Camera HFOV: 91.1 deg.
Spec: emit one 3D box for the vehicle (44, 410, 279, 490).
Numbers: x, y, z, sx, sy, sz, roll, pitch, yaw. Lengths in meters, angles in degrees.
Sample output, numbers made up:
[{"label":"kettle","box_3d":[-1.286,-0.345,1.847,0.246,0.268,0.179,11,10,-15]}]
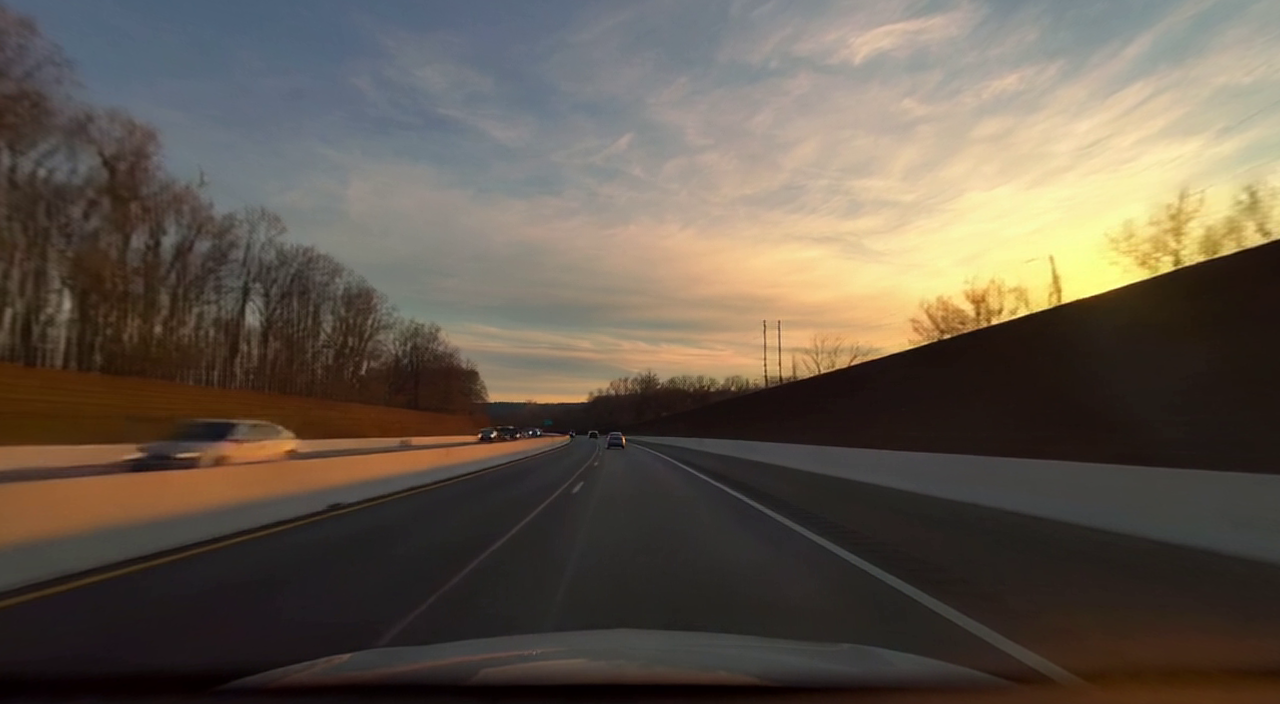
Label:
[{"label":"vehicle","box_3d":[-10.849,2.259,14.836,2.003,1.580,4.606,0,-8,-1]}]
